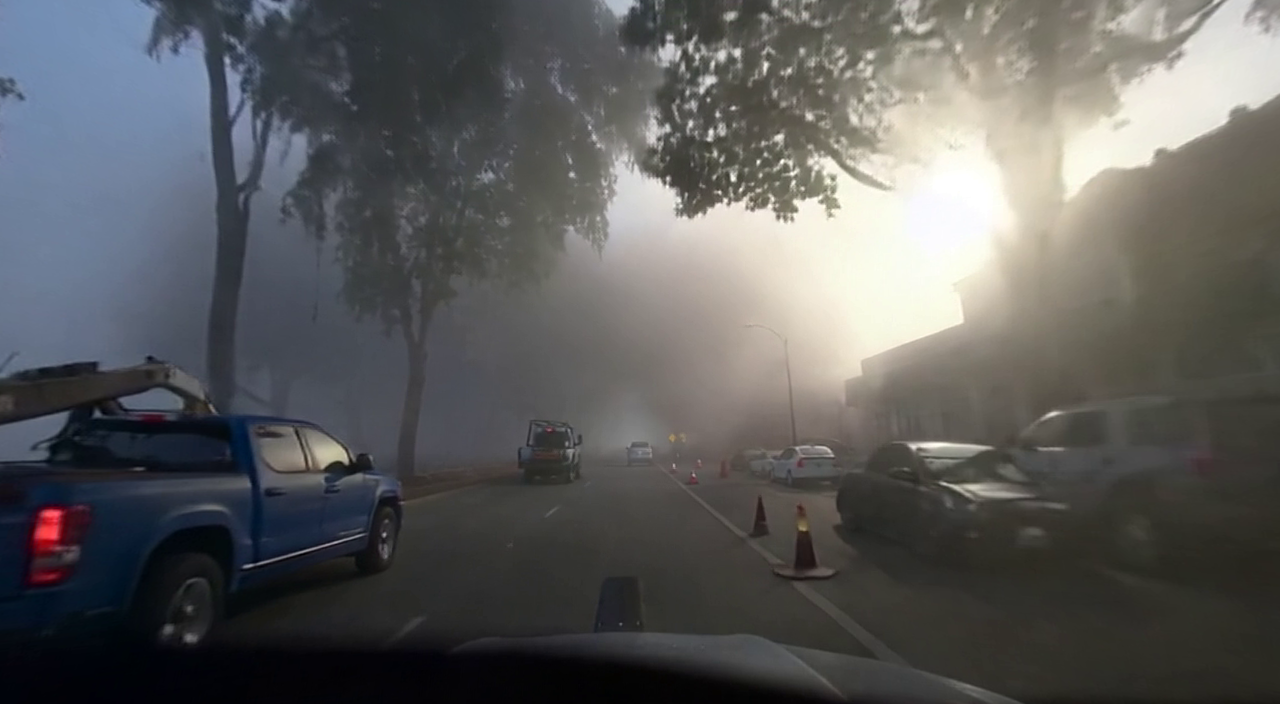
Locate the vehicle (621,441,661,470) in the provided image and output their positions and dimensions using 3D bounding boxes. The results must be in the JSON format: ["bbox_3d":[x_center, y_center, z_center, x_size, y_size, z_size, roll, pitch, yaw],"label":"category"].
[{"bbox_3d":[0.006,6.729,41.271,2.413,1.748,4.406,0,-9,-2],"label":"vehicle"}]

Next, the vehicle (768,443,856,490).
[{"bbox_3d":[6.048,4.066,22.812,2.045,1.505,4.615,-1,-9,3],"label":"vehicle"}]

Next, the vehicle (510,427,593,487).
[{"bbox_3d":[-3.262,4.053,24.749,2.424,2.063,5.678,0,-9,0],"label":"vehicle"}]

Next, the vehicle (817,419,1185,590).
[{"bbox_3d":[4.073,1.784,8.295,2.082,1.601,4.451,0,-9,-2],"label":"vehicle"}]

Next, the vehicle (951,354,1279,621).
[{"bbox_3d":[6.681,1.482,7.874,2.921,2.166,5.422,0,-9,2],"label":"vehicle"}]

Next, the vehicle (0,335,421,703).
[{"bbox_3d":[-3.584,1.141,4.683,2.327,1.775,4.430,0,-9,0],"label":"vehicle"}]
